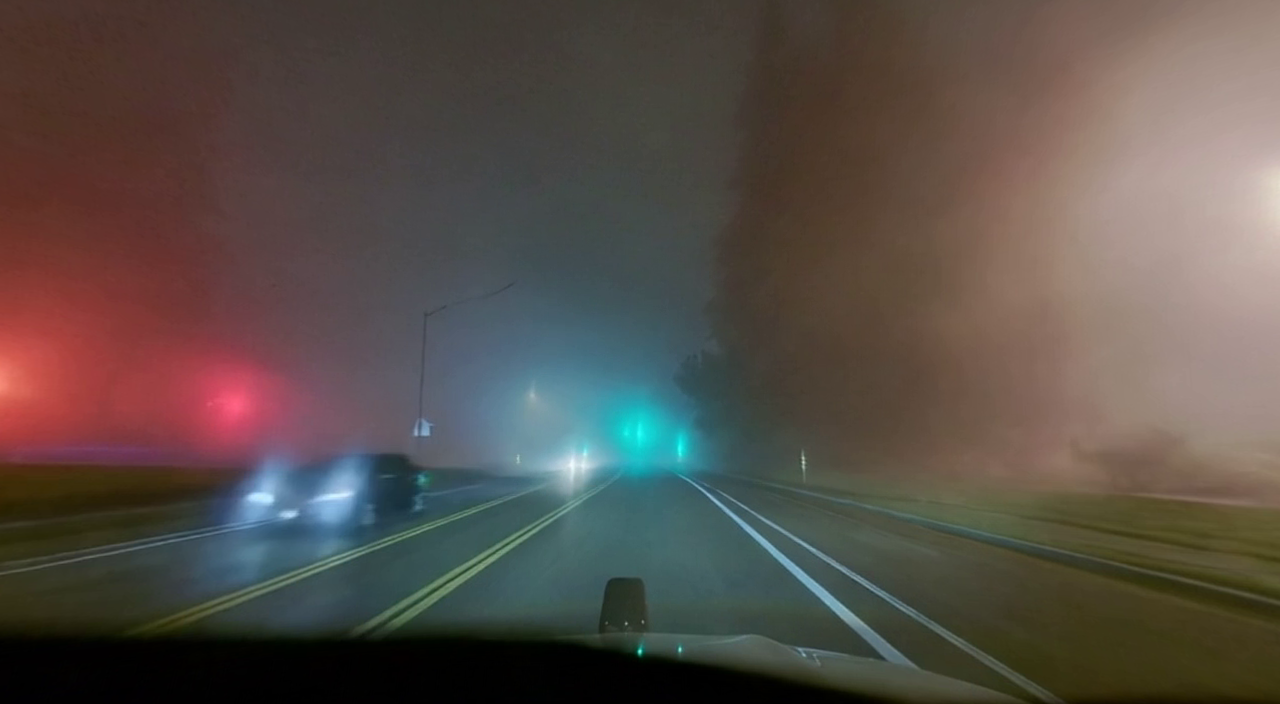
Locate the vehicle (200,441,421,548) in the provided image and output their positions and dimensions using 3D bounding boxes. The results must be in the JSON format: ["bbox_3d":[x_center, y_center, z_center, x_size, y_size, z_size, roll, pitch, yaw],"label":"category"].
[{"bbox_3d":[-5.508,2.376,11.222,1.816,1.543,3.931,0,-8,0],"label":"vehicle"}]
